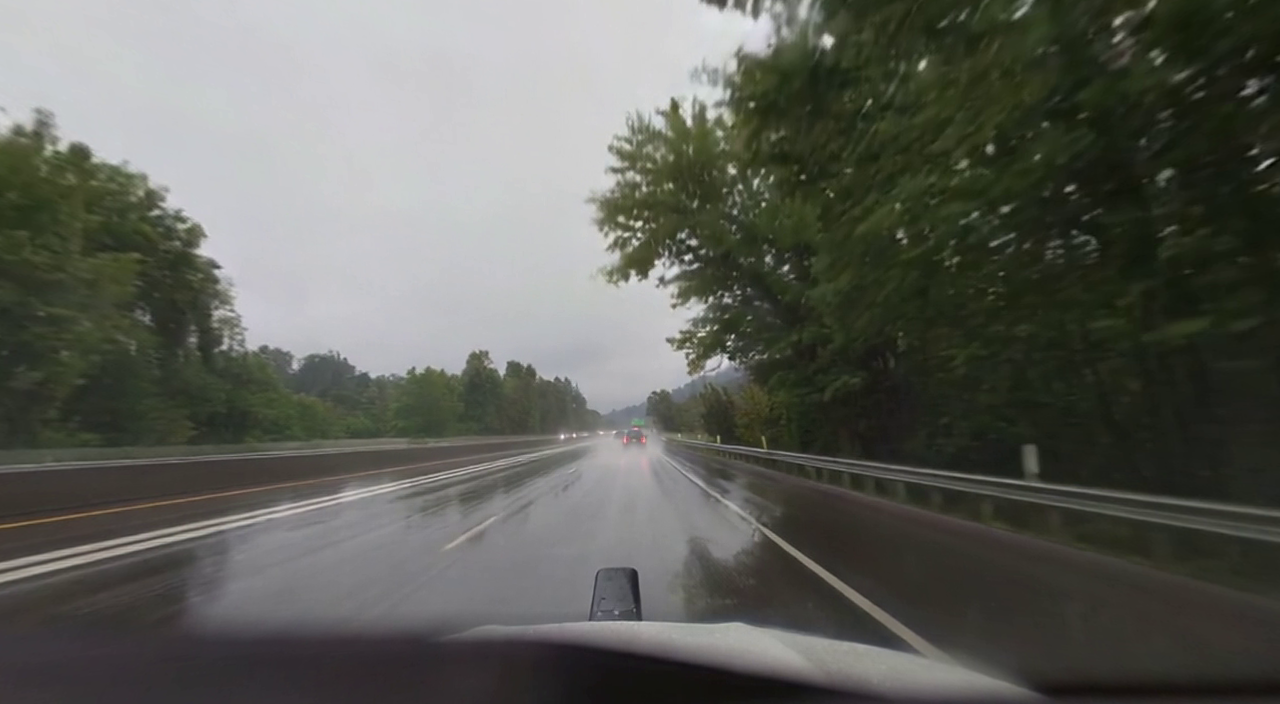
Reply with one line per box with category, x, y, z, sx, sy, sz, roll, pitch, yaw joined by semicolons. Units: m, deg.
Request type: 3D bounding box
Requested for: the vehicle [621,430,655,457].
vehicle;-0.141;5.997;41.373;2.134;1.654;4.174;0;-8;0
